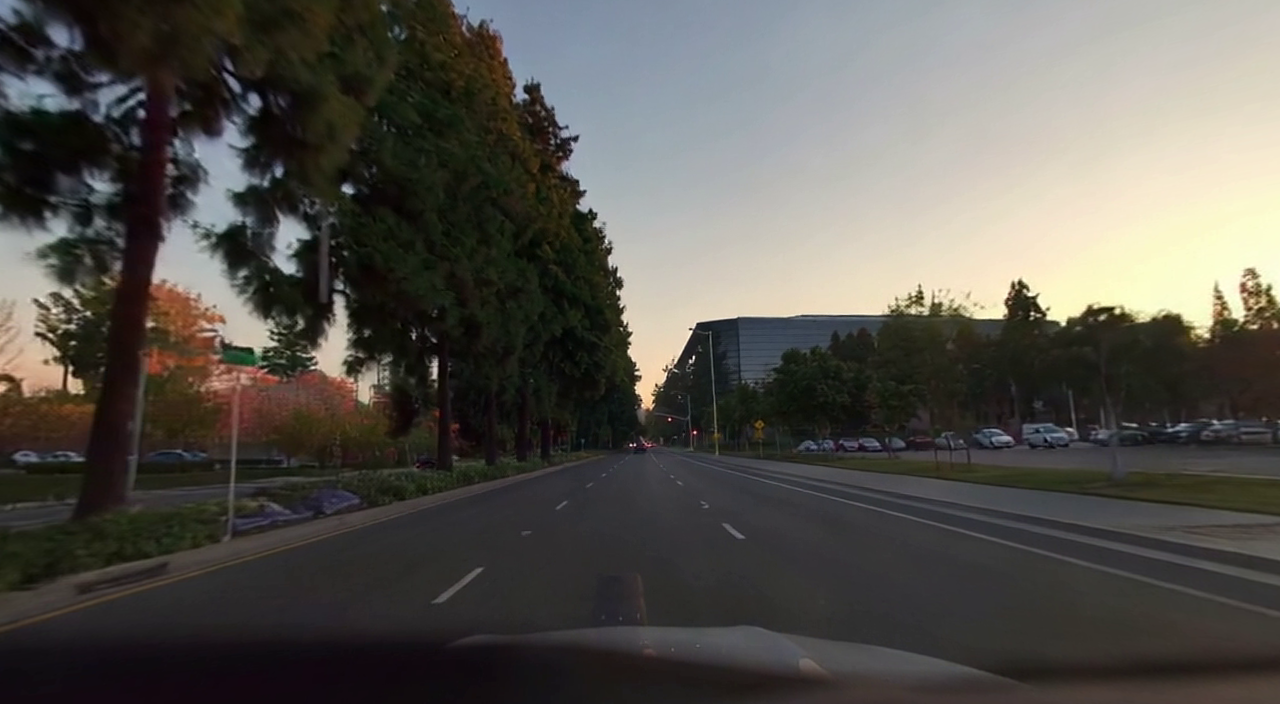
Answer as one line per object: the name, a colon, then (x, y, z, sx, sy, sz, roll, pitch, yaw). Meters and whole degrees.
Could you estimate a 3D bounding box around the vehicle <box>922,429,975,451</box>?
vehicle: (23.215, 6.676, 47.719, 1.954, 1.583, 4.269, -1, -8, 2)

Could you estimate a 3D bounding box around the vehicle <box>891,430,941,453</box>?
vehicle: (20.529, 6.710, 47.169, 1.914, 1.585, 4.157, -1, -8, 1)

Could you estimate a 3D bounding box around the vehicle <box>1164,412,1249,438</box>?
vehicle: (42.303, 5.495, 47.329, 1.865, 1.737, 4.703, 0, -9, -1)

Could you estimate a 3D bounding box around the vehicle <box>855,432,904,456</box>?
vehicle: (17.855, 6.892, 47.295, 1.907, 1.601, 4.253, -3, -9, 0)

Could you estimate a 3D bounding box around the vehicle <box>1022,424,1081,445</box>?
vehicle: (31.277, 6.325, 48.173, 1.862, 1.537, 4.113, -1, -9, 2)

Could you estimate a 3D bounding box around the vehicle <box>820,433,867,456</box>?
vehicle: (15.292, 6.994, 47.667, 1.946, 1.633, 4.367, -1, -8, -2)

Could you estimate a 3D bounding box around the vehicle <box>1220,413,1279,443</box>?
vehicle: (34.229, 4.096, 33.849, 1.850, 1.490, 4.701, -1, -9, 2)

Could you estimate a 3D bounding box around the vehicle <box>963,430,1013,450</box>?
vehicle: (25.901, 6.602, 47.109, 1.719, 1.431, 3.666, -1, -9, 2)

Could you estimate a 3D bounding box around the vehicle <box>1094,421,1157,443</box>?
vehicle: (36.746, 6.105, 47.922, 1.766, 1.510, 3.703, 0, -9, -2)
